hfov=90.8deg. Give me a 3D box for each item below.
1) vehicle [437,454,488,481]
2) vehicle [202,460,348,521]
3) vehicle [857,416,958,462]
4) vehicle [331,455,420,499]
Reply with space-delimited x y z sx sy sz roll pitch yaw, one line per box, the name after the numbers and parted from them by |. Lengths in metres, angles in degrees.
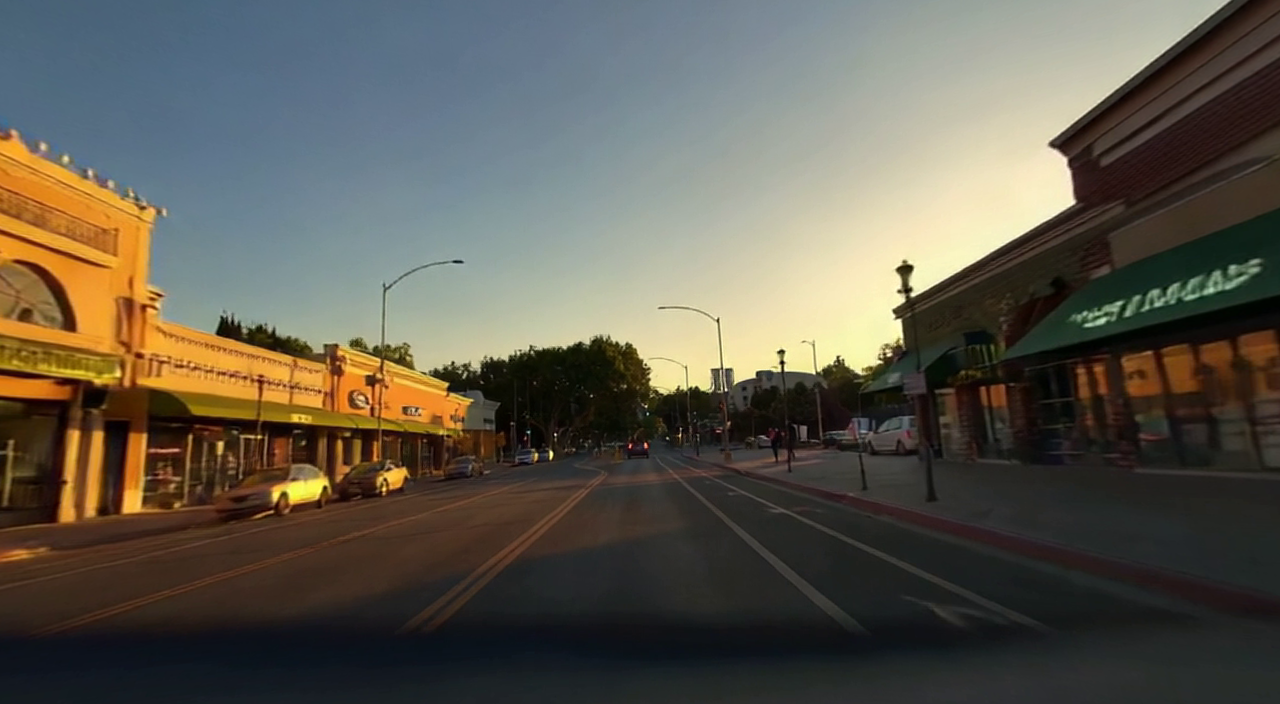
-10.866 7.068 39.023 1.828 1.470 4.523 0 -8 0 | vehicle
-10.765 4.073 19.077 1.784 1.502 4.344 0 -8 0 | vehicle
12.665 4.230 30.408 2.532 1.997 5.001 0 -9 -2 | vehicle
-10.820 5.123 26.199 1.837 1.586 4.155 0 -8 0 | vehicle
